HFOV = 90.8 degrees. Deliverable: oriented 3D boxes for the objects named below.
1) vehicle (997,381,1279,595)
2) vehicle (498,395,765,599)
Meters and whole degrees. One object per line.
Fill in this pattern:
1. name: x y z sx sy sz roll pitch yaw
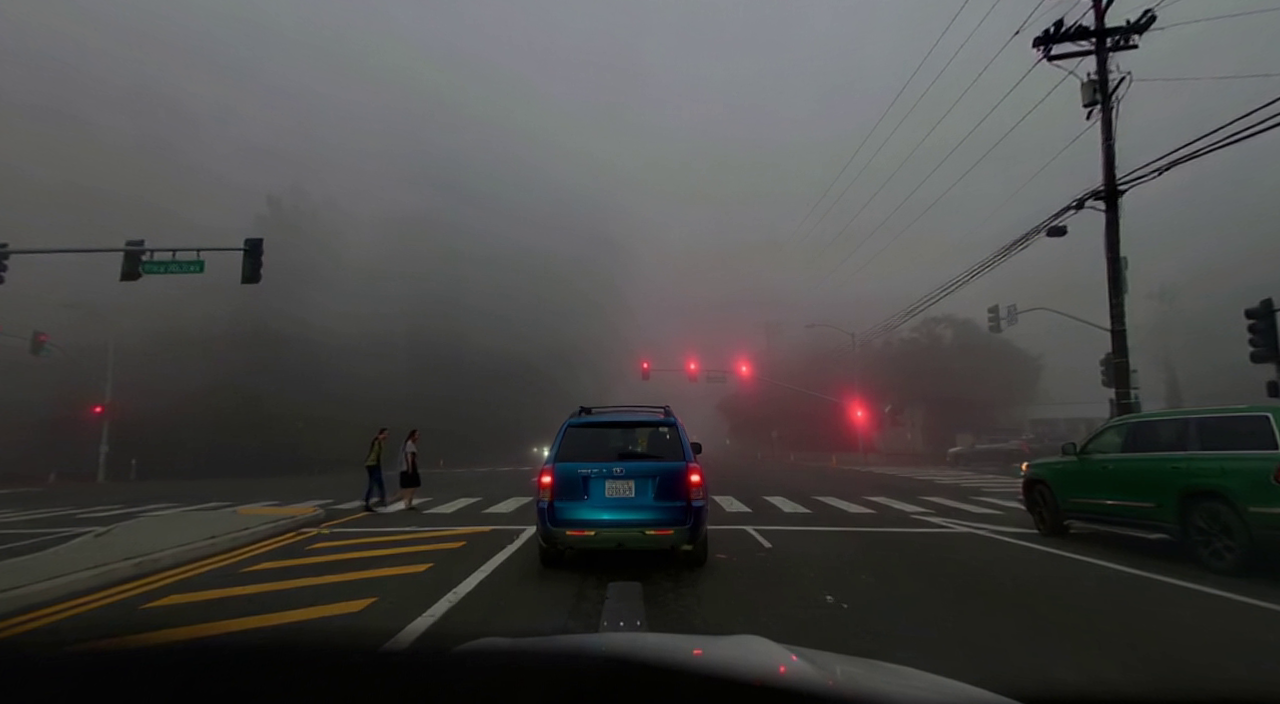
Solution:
1. vehicle: 6.576 1.439 7.235 2.119 1.827 4.806 0 -9 0
2. vehicle: -0.107 1.565 7.636 2.285 1.729 4.252 0 -9 -1
